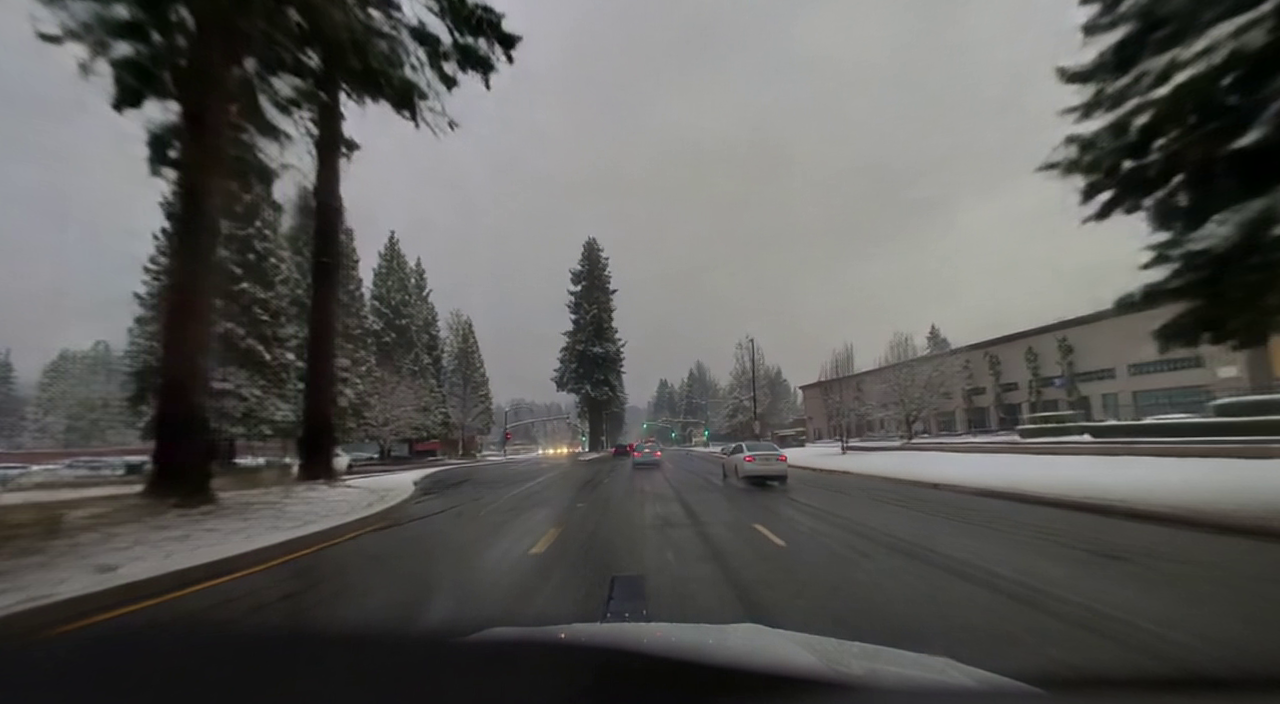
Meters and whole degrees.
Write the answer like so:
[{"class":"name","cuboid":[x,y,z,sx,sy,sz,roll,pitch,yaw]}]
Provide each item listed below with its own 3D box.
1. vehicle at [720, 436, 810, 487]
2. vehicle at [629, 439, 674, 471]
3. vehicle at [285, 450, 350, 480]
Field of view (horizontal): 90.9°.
[{"class":"vehicle","cuboid":[3.989,3.582,20.970,2.067,1.497,4.327,0,-8,0]},{"class":"vehicle","cuboid":[0.548,5.274,32.556,2.144,1.505,4.128,-1,-8,0]},{"class":"vehicle","cuboid":[-21.010,7.342,41.218,1.921,1.728,4.364,-1,-8,0]}]
